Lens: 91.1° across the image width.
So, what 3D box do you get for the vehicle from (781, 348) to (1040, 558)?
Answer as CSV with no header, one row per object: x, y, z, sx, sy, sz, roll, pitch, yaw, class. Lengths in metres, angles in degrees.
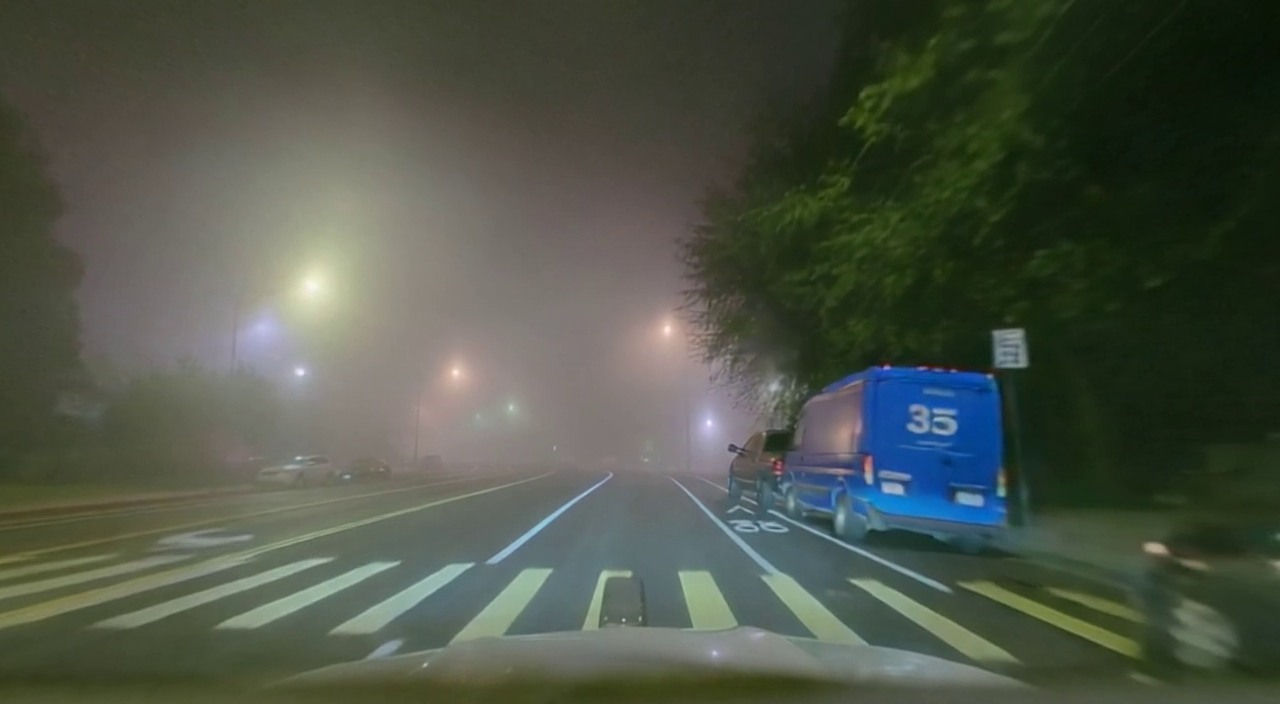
4.416,1.827,11.684,2.229,2.912,5.697,0,-9,0,vehicle

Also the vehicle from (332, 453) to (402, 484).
-14.878,6.325,34.505,1.934,1.480,4.510,-2,-9,-1,vehicle

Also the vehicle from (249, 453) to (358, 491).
-14.864,5.307,28.109,1.990,1.487,4.767,0,-9,3,vehicle

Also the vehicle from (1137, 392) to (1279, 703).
4.055,0.835,1.800,1.970,1.640,4.087,0,-9,2,vehicle
